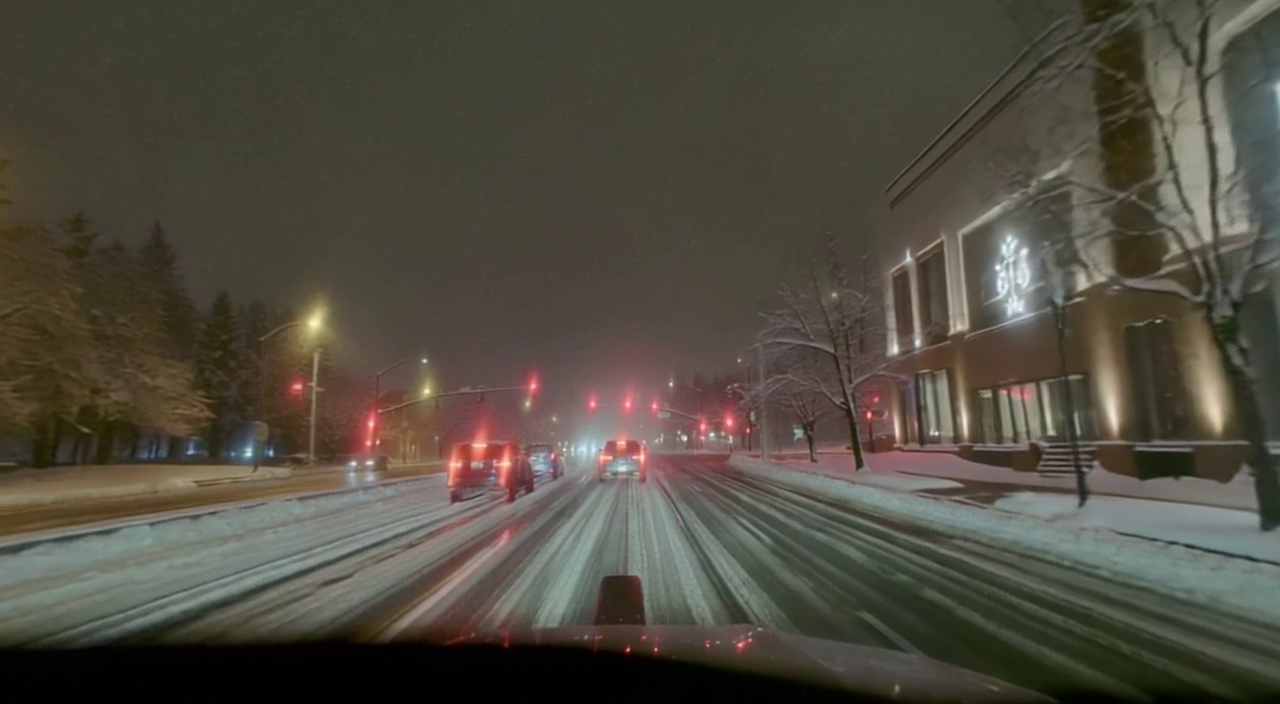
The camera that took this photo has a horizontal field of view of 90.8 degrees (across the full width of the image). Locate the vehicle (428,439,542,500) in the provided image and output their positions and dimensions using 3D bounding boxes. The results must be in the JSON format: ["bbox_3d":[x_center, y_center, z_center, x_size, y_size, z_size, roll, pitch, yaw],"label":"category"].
[{"bbox_3d":[-4.152,3.212,17.735,2.020,1.457,4.496,0,-8,0],"label":"vehicle"}]

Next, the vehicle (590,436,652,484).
[{"bbox_3d":[-0.630,3.834,22.638,2.042,1.555,3.912,0,-8,0],"label":"vehicle"}]

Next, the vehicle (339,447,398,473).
[{"bbox_3d":[-19.563,7.758,45.779,2.054,1.724,4.829,0,-8,0],"label":"vehicle"}]

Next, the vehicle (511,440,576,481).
[{"bbox_3d":[-3.705,4.242,25.006,1.950,1.487,4.130,0,-8,0],"label":"vehicle"}]
